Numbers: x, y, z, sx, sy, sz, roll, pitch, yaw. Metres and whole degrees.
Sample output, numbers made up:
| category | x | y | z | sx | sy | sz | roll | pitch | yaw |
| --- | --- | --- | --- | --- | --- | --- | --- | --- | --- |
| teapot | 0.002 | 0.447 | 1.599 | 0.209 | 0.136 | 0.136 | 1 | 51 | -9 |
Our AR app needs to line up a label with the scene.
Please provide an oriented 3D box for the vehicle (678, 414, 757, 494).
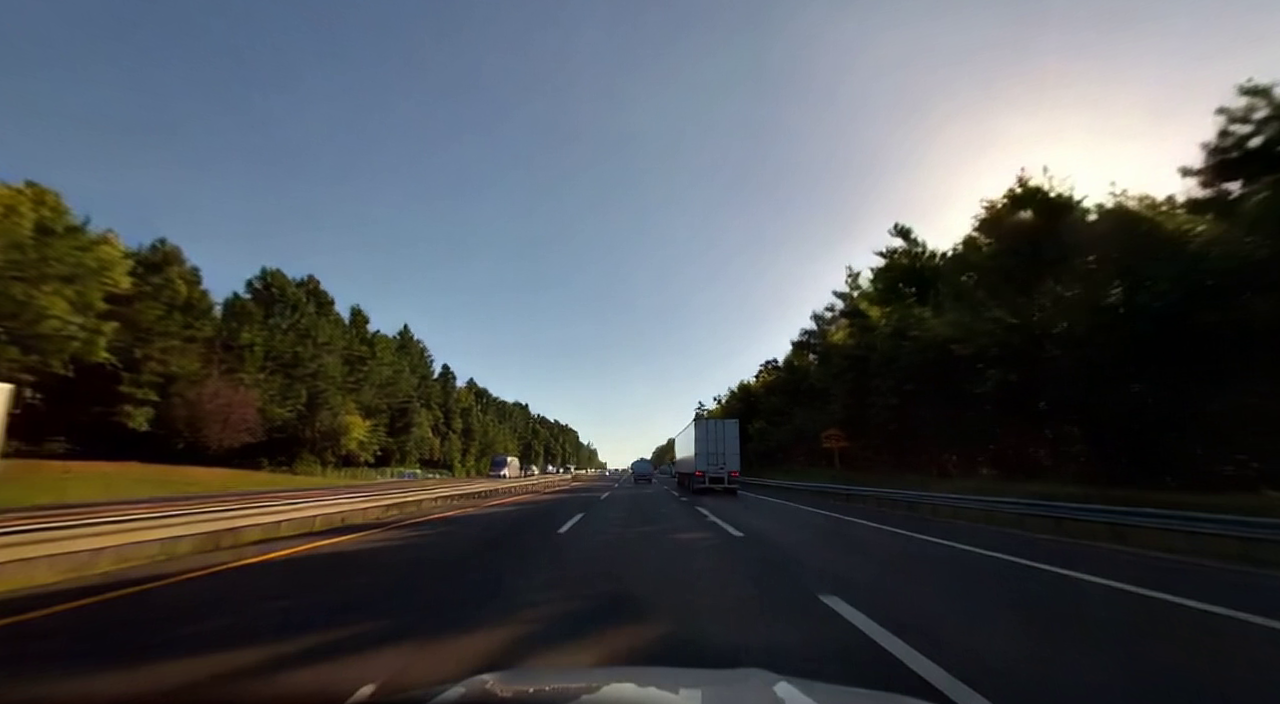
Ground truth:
| category | x | y | z | sx | sy | sz | roll | pitch | yaw |
| --- | --- | --- | --- | --- | --- | --- | --- | --- | --- |
| vehicle | 4.388 | 6.441 | 38.947 | 3.139 | 3.999 | 13.840 | 1 | -10 | 0 |
